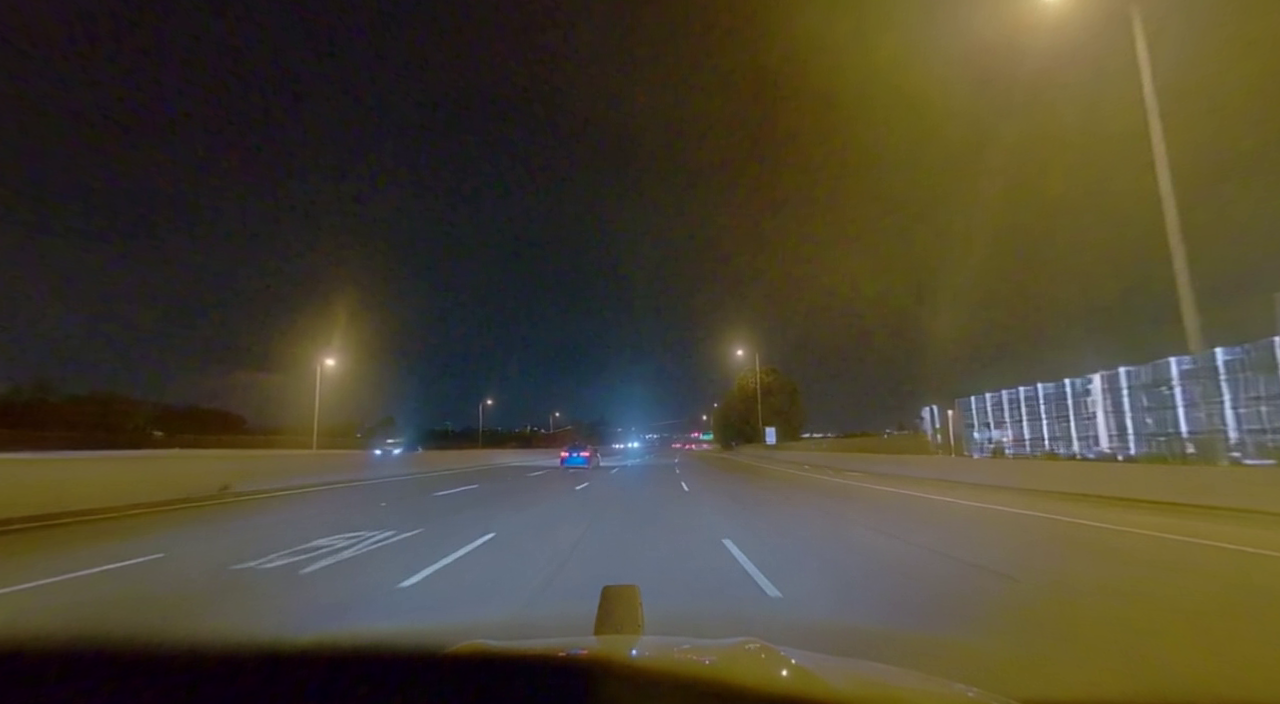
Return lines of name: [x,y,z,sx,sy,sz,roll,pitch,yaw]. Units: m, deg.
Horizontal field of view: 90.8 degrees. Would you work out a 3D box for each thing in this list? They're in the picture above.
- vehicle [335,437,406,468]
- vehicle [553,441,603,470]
vehicle: [-15.929,5.967,37.634,1.950,1.669,4.544,-1,-9,3]
vehicle: [-3.498,5.960,36.502,2.087,1.566,4.756,-1,-9,4]
